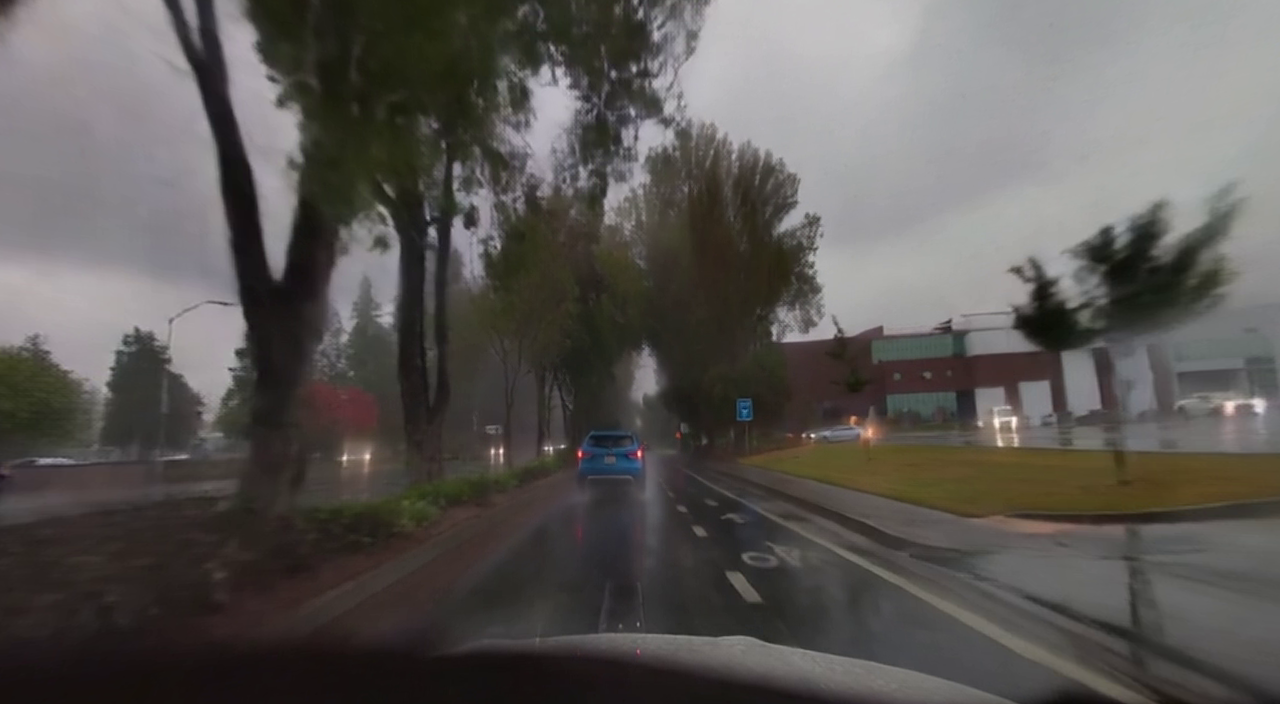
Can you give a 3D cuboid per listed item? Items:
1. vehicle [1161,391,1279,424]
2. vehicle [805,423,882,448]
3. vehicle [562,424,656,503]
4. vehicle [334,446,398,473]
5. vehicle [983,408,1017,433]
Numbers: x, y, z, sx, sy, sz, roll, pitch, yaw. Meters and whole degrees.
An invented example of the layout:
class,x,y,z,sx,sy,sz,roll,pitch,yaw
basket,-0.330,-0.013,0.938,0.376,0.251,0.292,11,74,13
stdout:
class,x,y,z,sx,sy,sz,roll,pitch,yaw
vehicle,32.682,3.192,35.705,1.851,1.595,4.463,5,-10,-28
vehicle,12.653,5.239,39.472,4.204,1.486,1.781,1,-8,-1
vehicle,-0.733,2.836,16.437,2.131,1.761,4.242,0,-8,-1
vehicle,-17.475,6.853,40.587,1.978,1.620,4.642,0,-8,0
vehicle,26.348,5.080,46.345,1.895,1.576,4.434,-5,-10,27
